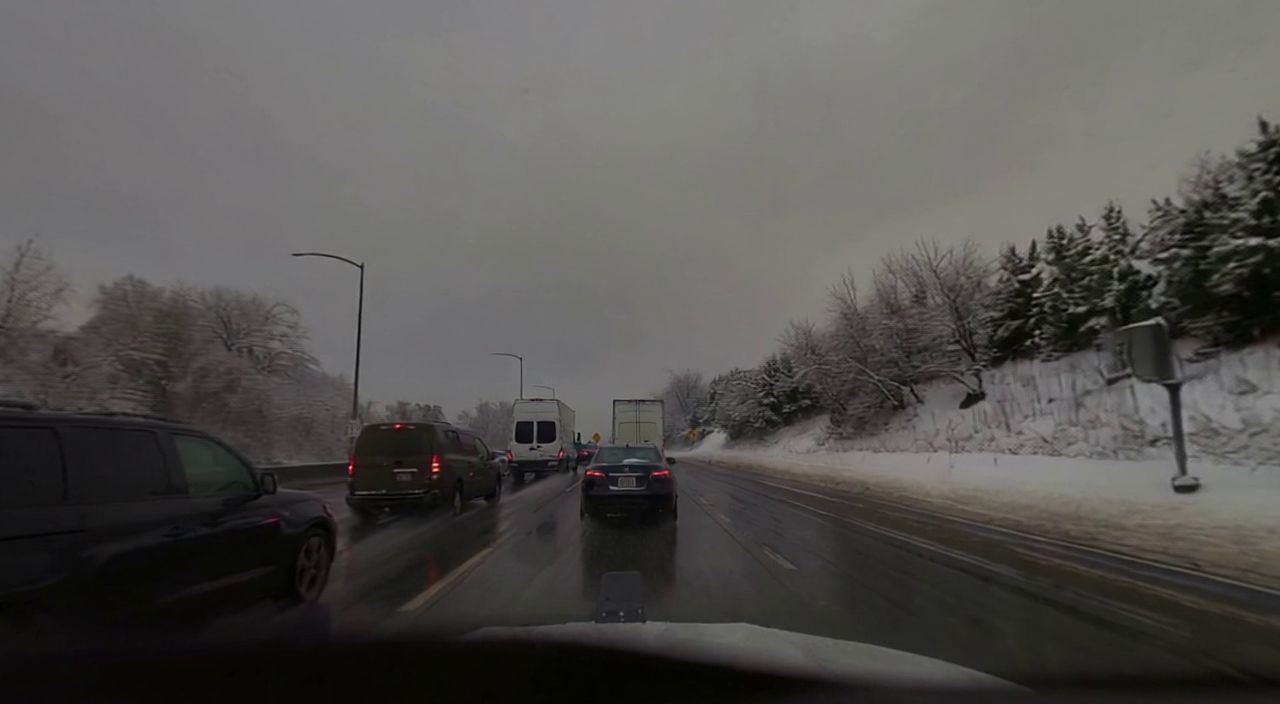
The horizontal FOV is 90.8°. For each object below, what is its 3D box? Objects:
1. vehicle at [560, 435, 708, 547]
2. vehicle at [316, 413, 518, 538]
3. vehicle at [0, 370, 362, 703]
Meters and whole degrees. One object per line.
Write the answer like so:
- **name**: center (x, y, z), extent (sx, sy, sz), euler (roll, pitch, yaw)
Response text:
- **vehicle**: center (-0.080, 2.155, 10.314), extent (1.995, 1.495, 3.380), euler (0, -9, 0)
- **vehicle**: center (-3.937, 2.289, 12.202), extent (2.055, 1.913, 4.584), euler (-1, -9, 2)
- **vehicle**: center (-3.660, 1.088, 3.699), extent (2.029, 1.656, 4.437), euler (0, -9, 0)
